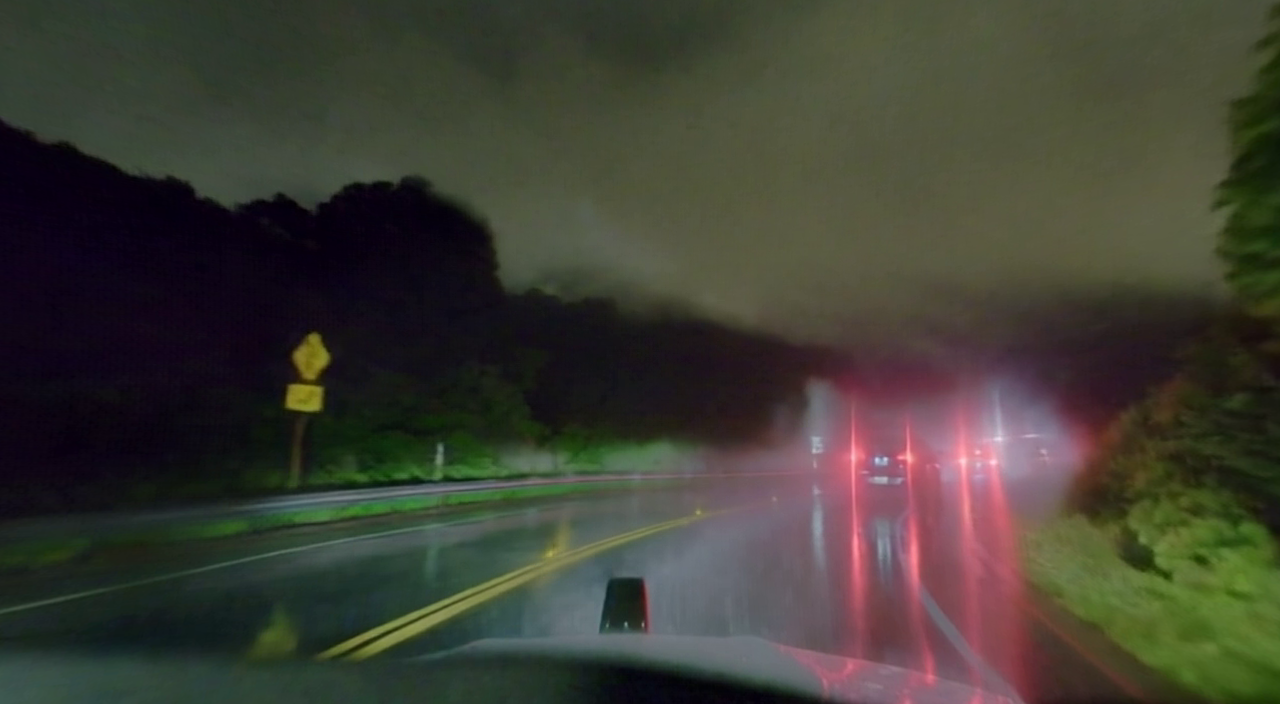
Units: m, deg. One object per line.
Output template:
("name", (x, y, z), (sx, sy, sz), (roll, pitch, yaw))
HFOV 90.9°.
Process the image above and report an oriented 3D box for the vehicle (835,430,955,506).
("vehicle", (8.116, 3.497, 19.673), (2.500, 1.961, 5.637), (-4, -10, 31))
